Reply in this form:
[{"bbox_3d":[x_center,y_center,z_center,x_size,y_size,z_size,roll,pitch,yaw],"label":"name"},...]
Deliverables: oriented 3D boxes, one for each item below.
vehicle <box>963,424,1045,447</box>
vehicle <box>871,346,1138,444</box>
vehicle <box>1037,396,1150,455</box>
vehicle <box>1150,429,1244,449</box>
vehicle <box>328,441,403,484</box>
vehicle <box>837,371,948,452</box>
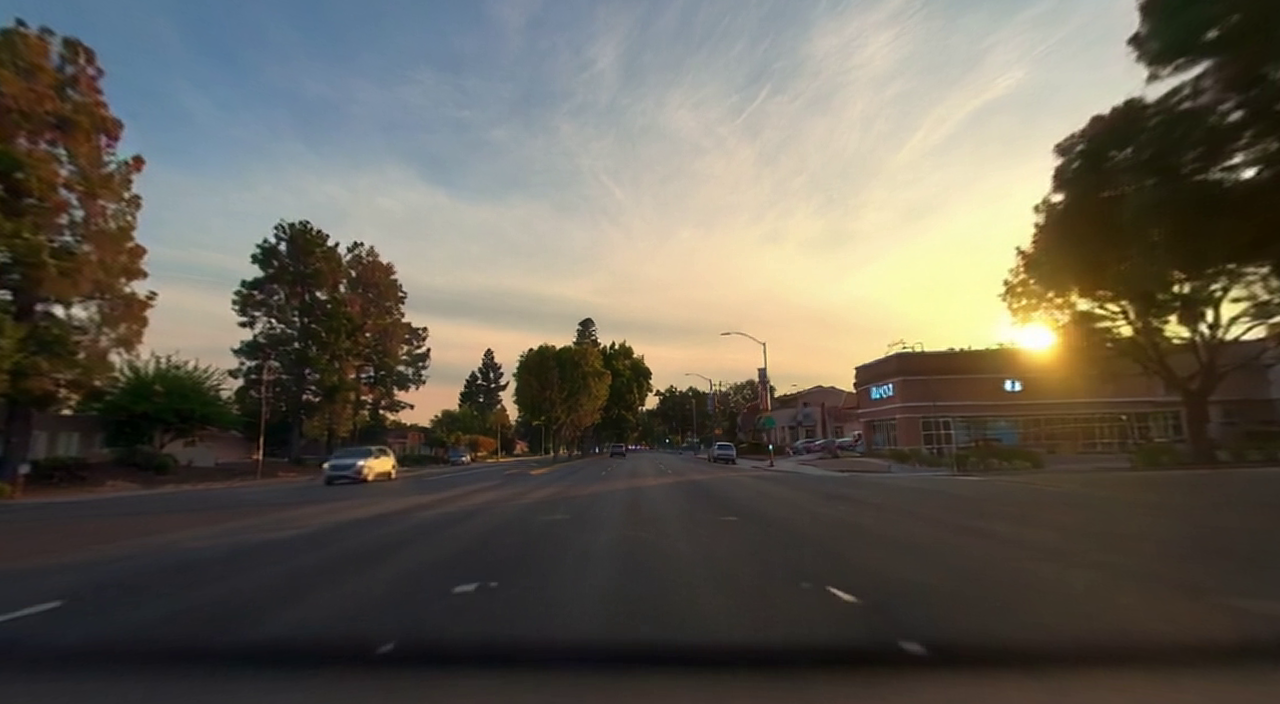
[{"bbox_3d":[24.886,5.740,43.372,4.712,1.527,0.932,-4,-10,27],"label":"vehicle"},{"bbox_3d":[26.026,3.454,46.671,16.415,6.611,1.394,-4,-9,26],"label":"vehicle"},{"bbox_3d":[25.893,4.305,36.414,4.543,3.105,4.010,-4,-10,27],"label":"vehicle"},{"bbox_3d":[28.943,4.537,32.903,3.278,0.997,1.511,-1,-9,7],"label":"vehicle"},{"bbox_3d":[-11.600,4.669,26.904,1.813,1.727,3.009,0,-9,0],"label":"vehicle"},{"bbox_3d":[15.751,3.804,38.921,9.886,4.618,0.062,5,-10,-30],"label":"vehicle"}]
